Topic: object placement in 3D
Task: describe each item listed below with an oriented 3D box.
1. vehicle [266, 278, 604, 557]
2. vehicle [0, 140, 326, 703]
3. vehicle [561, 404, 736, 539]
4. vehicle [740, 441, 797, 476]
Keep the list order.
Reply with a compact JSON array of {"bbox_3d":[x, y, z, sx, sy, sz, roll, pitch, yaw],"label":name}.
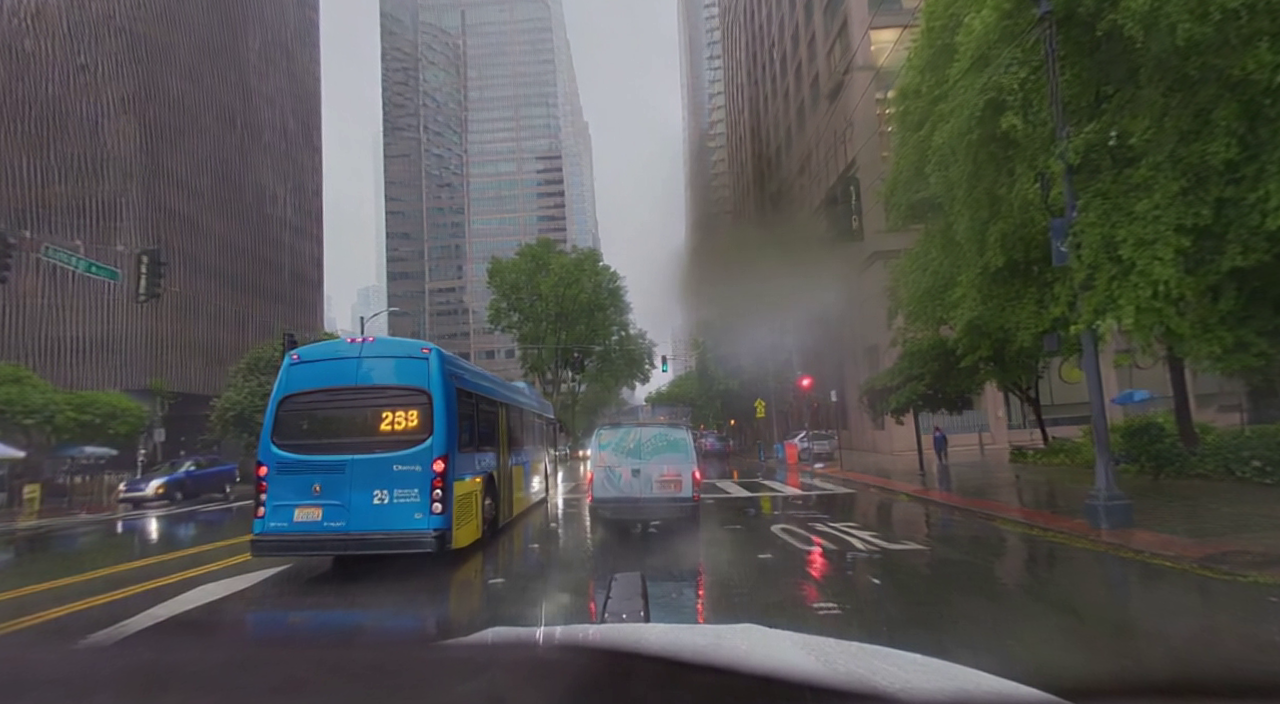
[{"bbox_3d":[-2.882,1.786,14.585,3.042,3.445,13.615,0,-9,1],"label":"vehicle"},{"bbox_3d":[-2.752,0.330,0.219,2.329,2.089,5.659,0,-9,0],"label":"vehicle"},{"bbox_3d":[0.134,2.038,11.240,2.500,1.912,4.270,0,-9,1],"label":"vehicle"},{"bbox_3d":[6.133,5.108,30.480,1.919,1.529,4.059,0,-9,0],"label":"vehicle"}]
